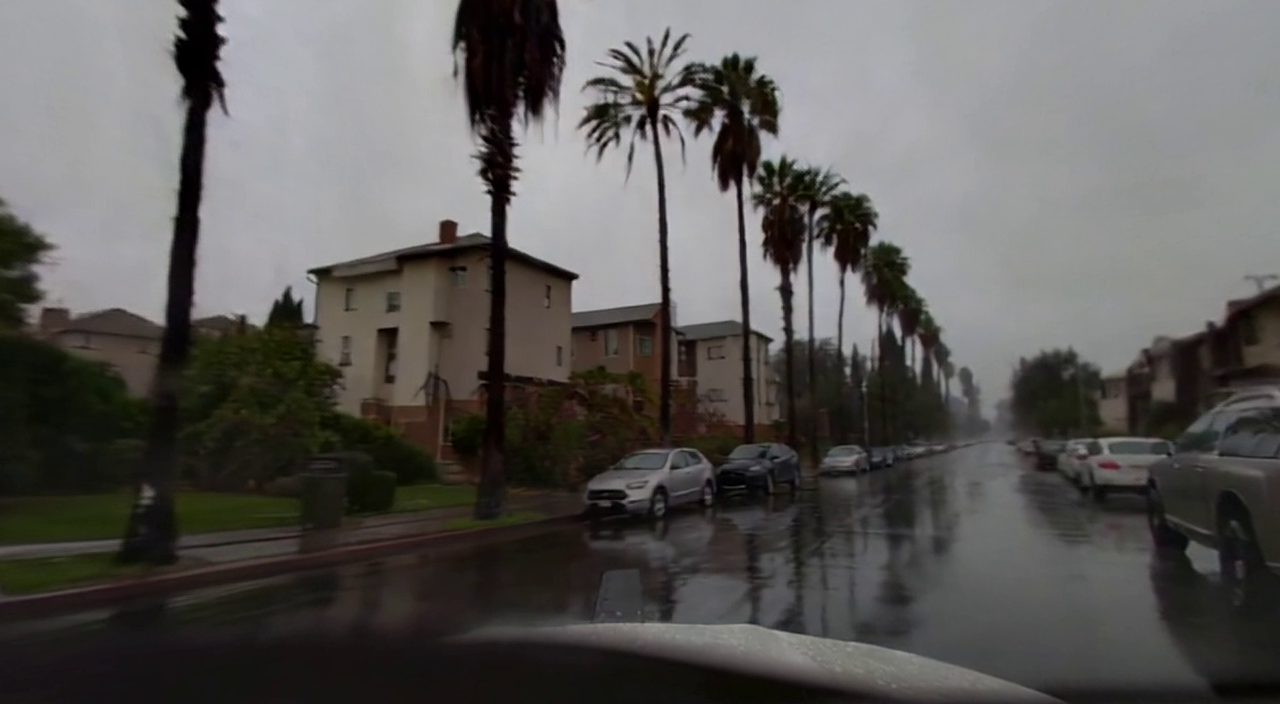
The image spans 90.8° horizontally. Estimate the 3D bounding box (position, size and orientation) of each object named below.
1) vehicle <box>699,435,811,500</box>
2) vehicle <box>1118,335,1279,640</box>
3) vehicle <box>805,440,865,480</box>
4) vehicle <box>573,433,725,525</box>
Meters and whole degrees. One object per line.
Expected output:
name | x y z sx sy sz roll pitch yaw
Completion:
vehicle | 3.929 3.681 20.755 2.020 1.819 5.168 -5 -10 28
vehicle | 7.226 1.306 6.466 2.649 2.232 6.576 -5 -9 29
vehicle | 9.790 5.359 31.547 1.947 1.803 4.381 -7 -11 27
vehicle | 0.339 2.685 13.947 1.816 1.697 3.777 -4 -9 27
